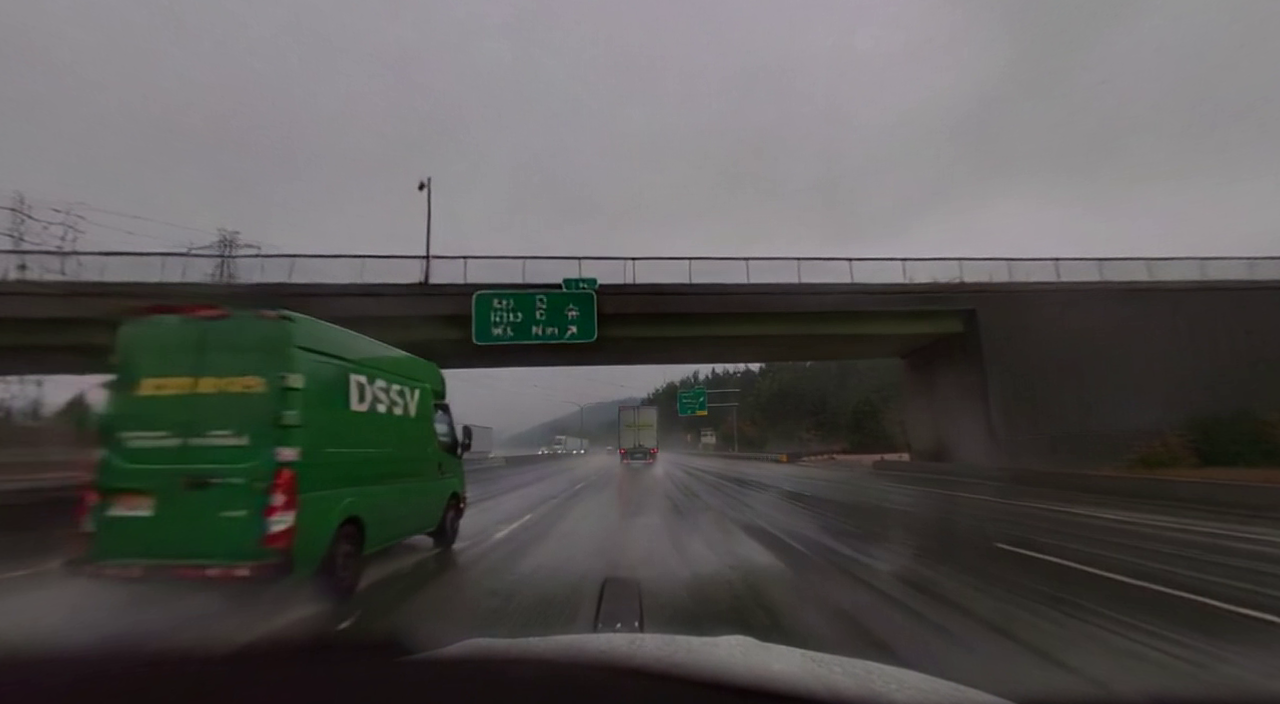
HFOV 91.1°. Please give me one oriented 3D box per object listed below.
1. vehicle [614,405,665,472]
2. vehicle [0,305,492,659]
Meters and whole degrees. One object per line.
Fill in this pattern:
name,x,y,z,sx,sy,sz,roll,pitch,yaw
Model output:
vehicle,-0.127,6.138,43.897,3.025,4.002,12.709,0,-9,-1
vehicle,-3.483,1.251,6.930,2.404,2.371,5.310,0,-9,0
